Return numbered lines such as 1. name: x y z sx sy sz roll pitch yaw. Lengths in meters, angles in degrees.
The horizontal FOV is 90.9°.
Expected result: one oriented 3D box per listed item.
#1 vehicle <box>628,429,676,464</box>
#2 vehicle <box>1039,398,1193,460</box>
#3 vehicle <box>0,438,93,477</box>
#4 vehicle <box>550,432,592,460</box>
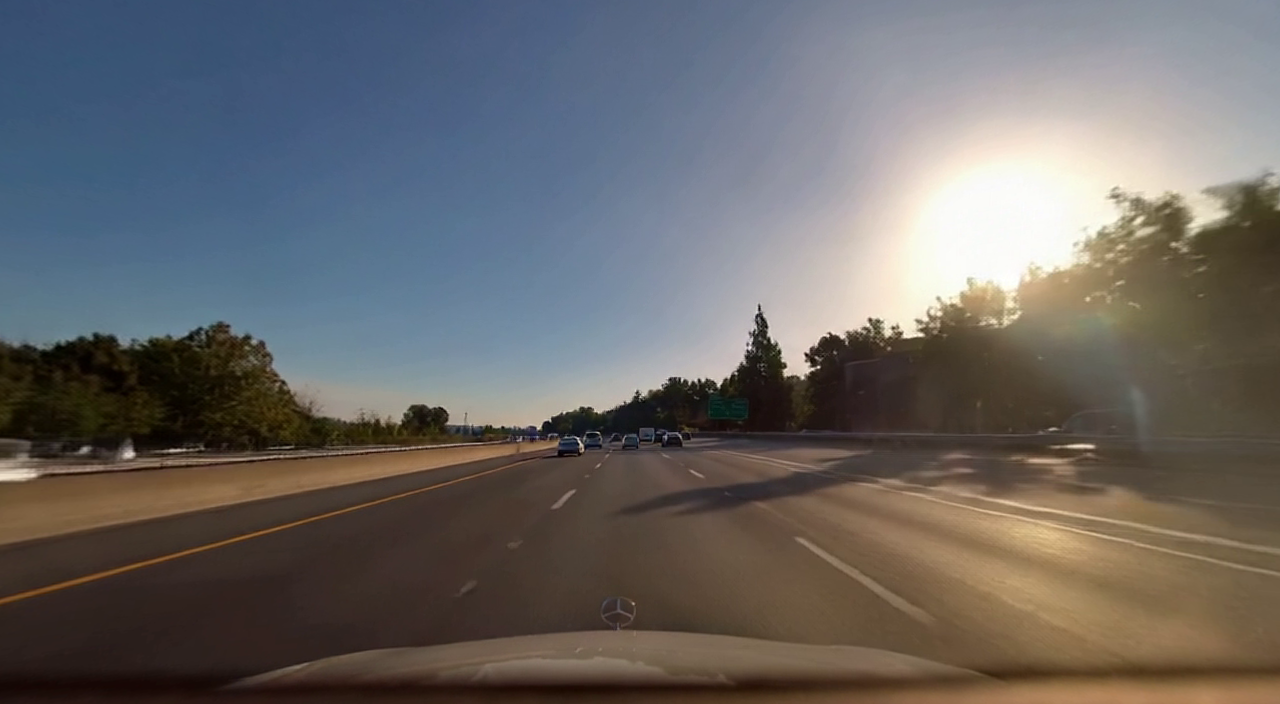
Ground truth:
1. vehicle: 0.499 4.557 30.571 2.086 1.554 3.875 0 -8 -2
2. vehicle: 21.439 3.574 28.905 2.232 2.540 6.015 0 -8 -1
3. vehicle: -40.310 6.917 41.828 2.170 2.315 6.584 0 -8 -1
4. vehicle: -3.922 5.427 36.583 2.014 1.471 4.380 0 -8 -1
